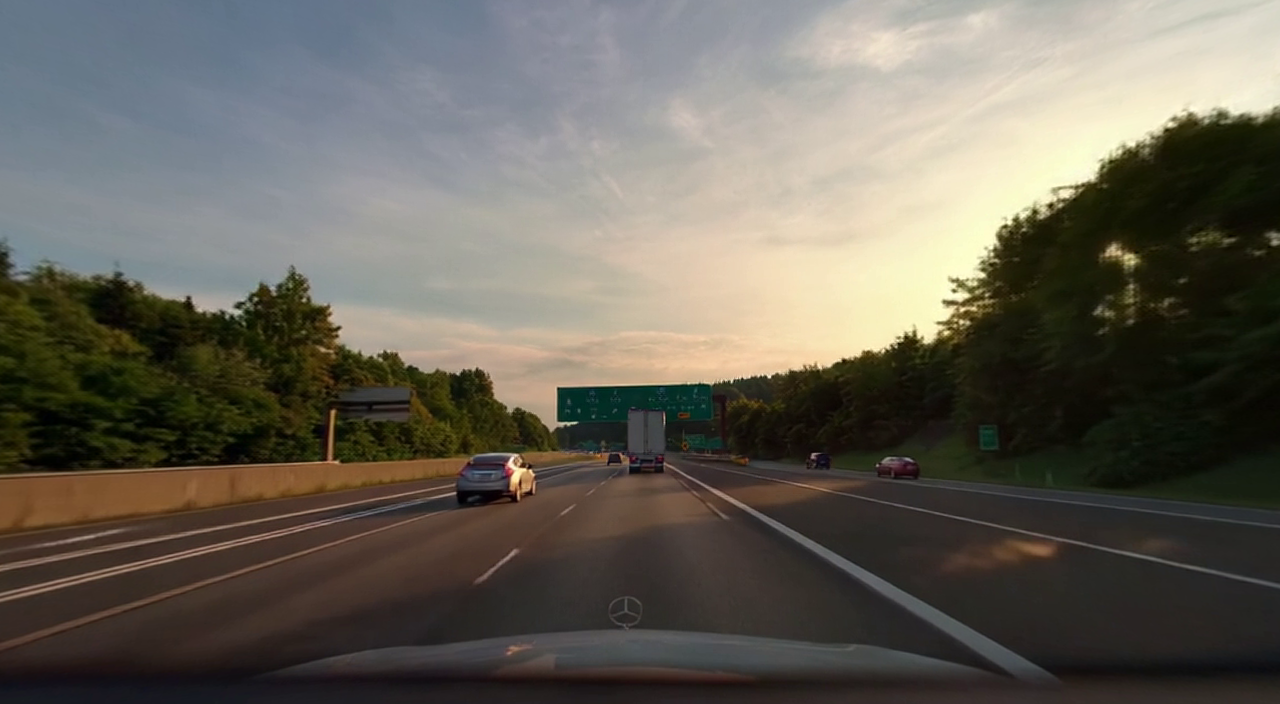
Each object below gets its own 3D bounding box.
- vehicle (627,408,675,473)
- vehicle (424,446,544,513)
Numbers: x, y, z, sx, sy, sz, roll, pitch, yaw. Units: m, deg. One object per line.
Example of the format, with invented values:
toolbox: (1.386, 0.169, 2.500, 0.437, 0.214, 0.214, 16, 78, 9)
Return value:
vehicle: (0.722, 6.313, 44.736, 3.022, 4.072, 10.318, 0, -9, 0)
vehicle: (-3.820, 3.182, 16.319, 1.931, 1.466, 4.458, 0, -9, 1)
